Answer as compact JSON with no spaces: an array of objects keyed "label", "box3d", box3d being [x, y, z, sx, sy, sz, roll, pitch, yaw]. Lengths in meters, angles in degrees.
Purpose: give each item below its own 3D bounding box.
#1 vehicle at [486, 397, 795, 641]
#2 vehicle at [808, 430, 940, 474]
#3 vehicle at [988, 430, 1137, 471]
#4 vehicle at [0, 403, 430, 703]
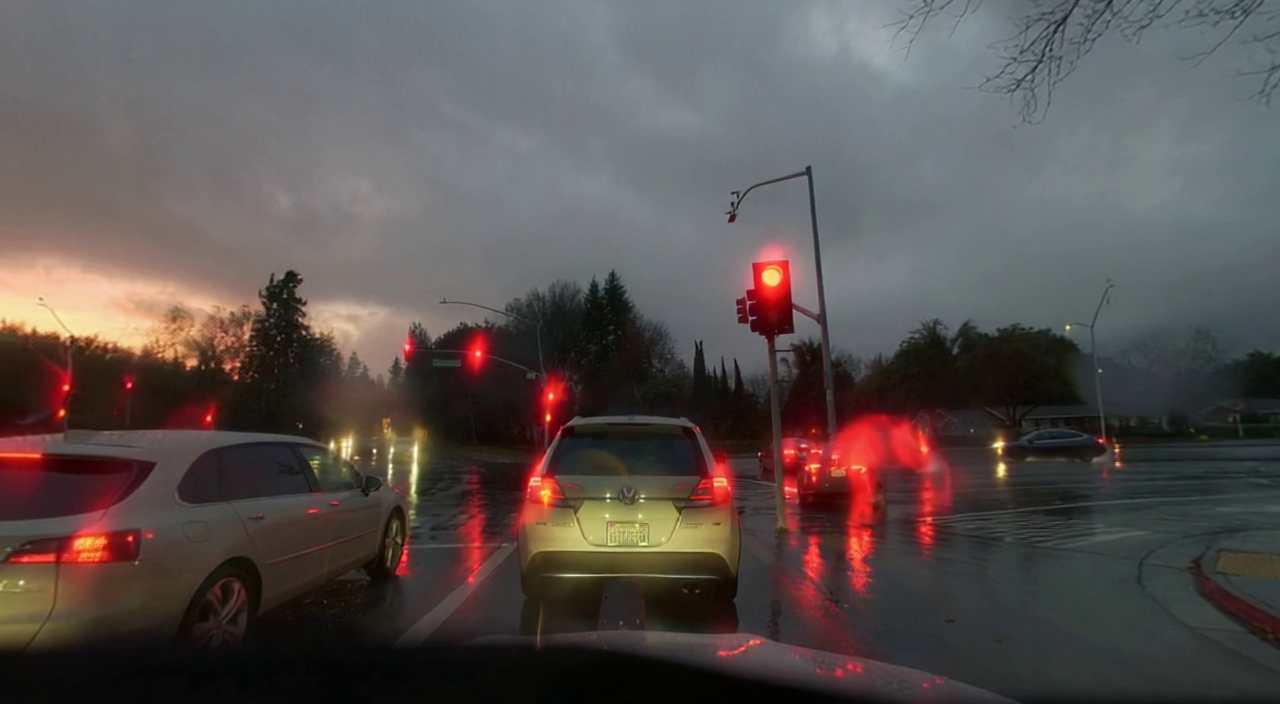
[{"label":"vehicle","box3d":[-0.141,1.468,6.558,2.154,1.670,4.140,1,-9,-4]},{"label":"vehicle","box3d":[9.895,4.280,27.106,4.887,1.769,2.035,-1,-9,6]},{"label":"vehicle","box3d":[17.430,4.097,26.279,4.670,1.616,1.926,-1,-9,6]},{"label":"vehicle","box3d":[-3.290,1.273,4.698,2.035,1.492,4.415,0,-9,-2]}]
